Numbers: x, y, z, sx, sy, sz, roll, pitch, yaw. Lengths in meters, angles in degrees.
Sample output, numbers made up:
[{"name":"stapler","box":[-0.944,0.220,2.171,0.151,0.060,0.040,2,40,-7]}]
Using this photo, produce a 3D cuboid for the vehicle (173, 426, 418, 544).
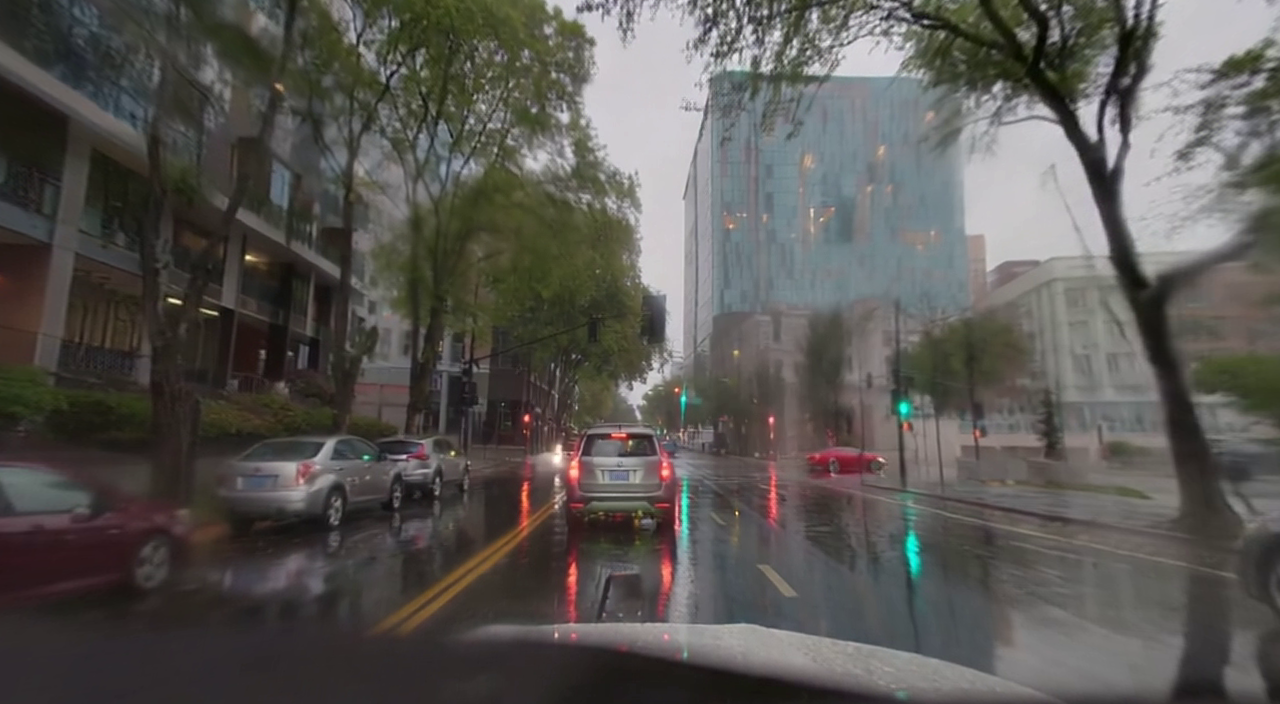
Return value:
[{"name":"vehicle","box":[-5.780,2.259,11.447,1.904,1.684,4.529,0,-8,-1]}]

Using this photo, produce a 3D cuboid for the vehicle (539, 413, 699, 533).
[{"name":"vehicle","box":[-0.272,2.017,11.010,2.258,1.687,3.934,0,-9,1]}]

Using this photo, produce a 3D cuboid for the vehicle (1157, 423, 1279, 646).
[{"name":"vehicle","box":[5.951,1.226,3.664,2.004,1.699,4.525,0,-9,-1]}]

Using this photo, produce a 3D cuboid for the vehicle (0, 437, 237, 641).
[{"name":"vehicle","box":[-5.566,1.389,4.771,1.841,1.466,4.364,-1,-9,6]}]

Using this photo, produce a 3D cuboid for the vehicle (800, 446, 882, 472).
[{"name":"vehicle","box":[12.823,6.819,40.377,4.638,1.555,1.824,2,-9,-12]}]
